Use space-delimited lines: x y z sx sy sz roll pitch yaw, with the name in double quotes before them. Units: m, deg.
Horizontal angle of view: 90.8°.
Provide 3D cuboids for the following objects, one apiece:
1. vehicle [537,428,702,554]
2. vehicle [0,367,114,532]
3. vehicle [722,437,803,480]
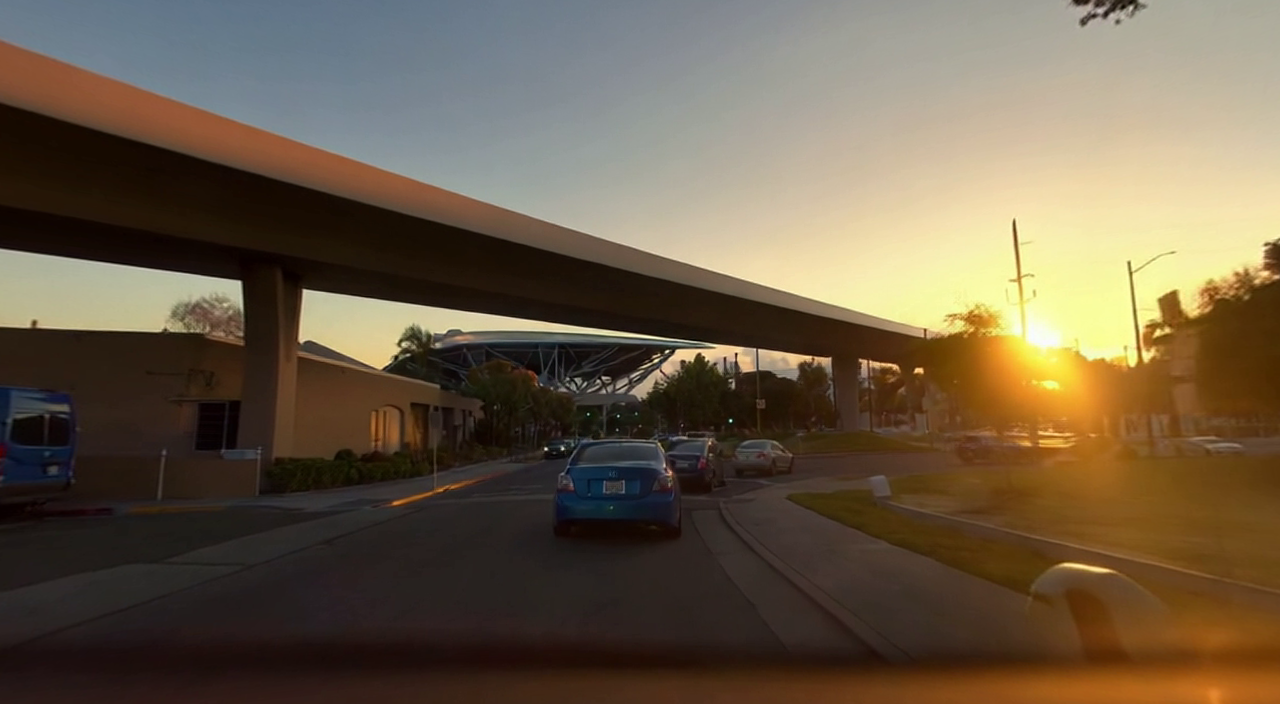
"vehicle" -0.181 2.110 10.391 2.087 1.578 4.652 0 -9 2
"vehicle" -13.500 1.779 11.483 5.356 2.762 2.644 0 -9 0
"vehicle" 5.584 4.743 28.441 1.995 1.762 4.310 -6 -10 33
